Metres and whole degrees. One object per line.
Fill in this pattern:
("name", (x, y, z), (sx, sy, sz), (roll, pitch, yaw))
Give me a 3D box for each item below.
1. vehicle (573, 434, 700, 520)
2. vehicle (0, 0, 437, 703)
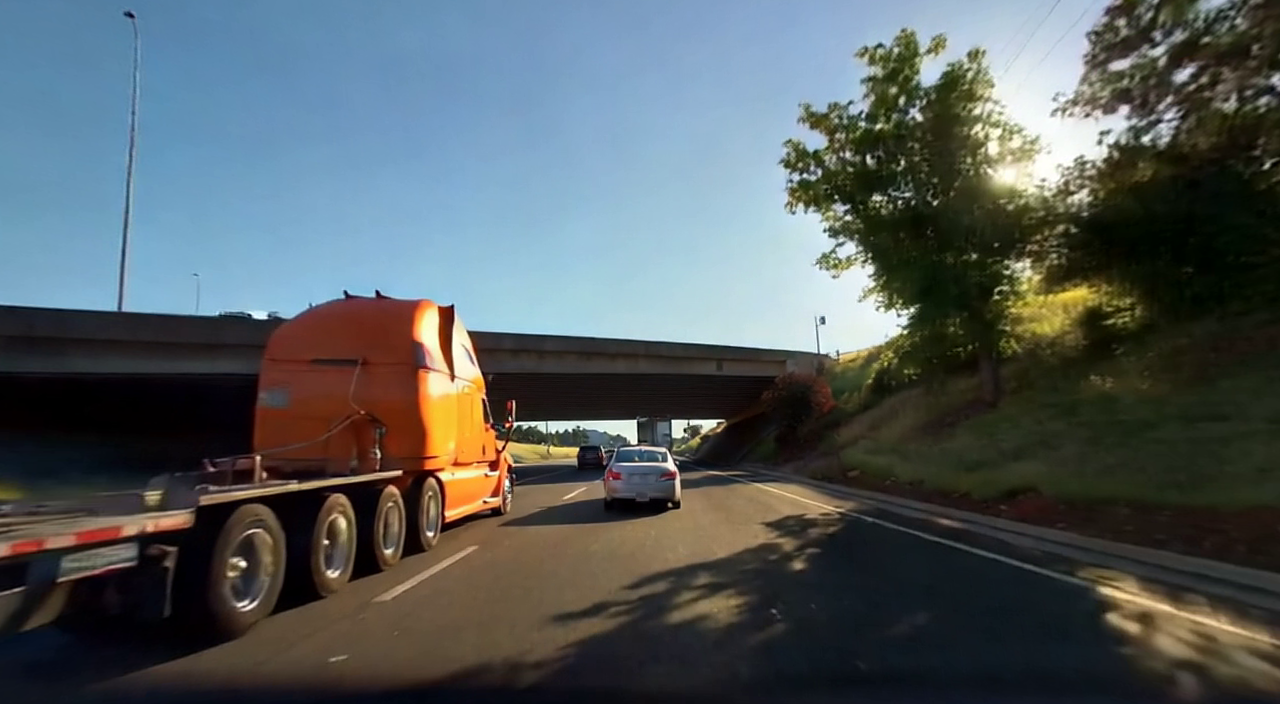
("vehicle", (-0.074, 2.530, 13.273), (2.215, 1.481, 4.246), (0, -9, 0))
("vehicle", (-4.217, -0.260, 0.980), (2.896, 3.563, 14.643), (0, -9, 0))
